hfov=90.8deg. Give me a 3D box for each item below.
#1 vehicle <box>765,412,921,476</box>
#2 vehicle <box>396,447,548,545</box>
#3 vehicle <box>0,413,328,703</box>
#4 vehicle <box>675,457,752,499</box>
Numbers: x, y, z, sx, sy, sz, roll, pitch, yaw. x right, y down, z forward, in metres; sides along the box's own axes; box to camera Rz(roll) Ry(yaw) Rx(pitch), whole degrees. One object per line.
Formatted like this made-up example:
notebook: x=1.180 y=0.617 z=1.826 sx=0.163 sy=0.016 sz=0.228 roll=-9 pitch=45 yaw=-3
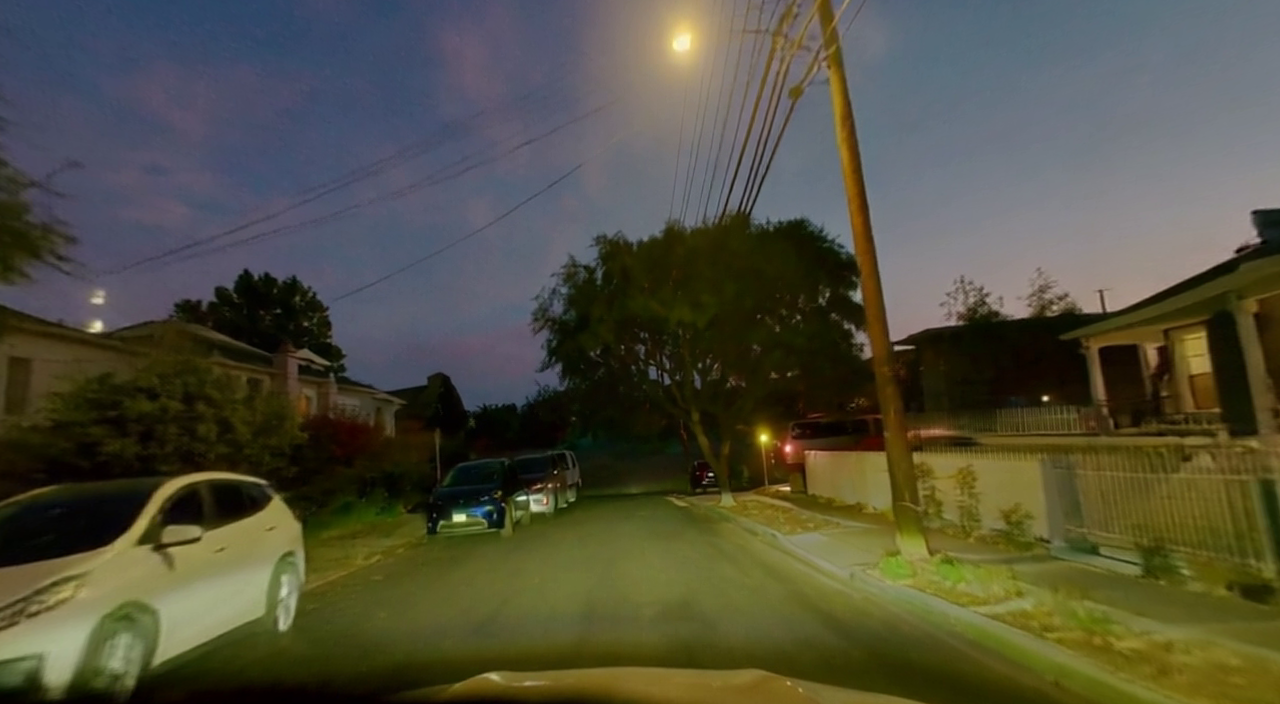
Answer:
vehicle: x=6.360 y=2.926 z=20.128 sx=4.249 sy=1.905 sz=1.904 roll=0 pitch=-8 yaw=-2
vehicle: x=-3.144 y=2.752 z=12.948 sx=2.081 sy=1.589 sz=4.691 roll=0 pitch=-8 yaw=-4
vehicle: x=-4.998 y=1.330 z=4.137 sx=4.537 sy=1.595 sz=2.471 roll=1 pitch=-14 yaw=-2
vehicle: x=3.142 y=5.357 z=27.189 sx=3.005 sy=1.535 sz=4.025 roll=-1 pitch=-8 yaw=6
